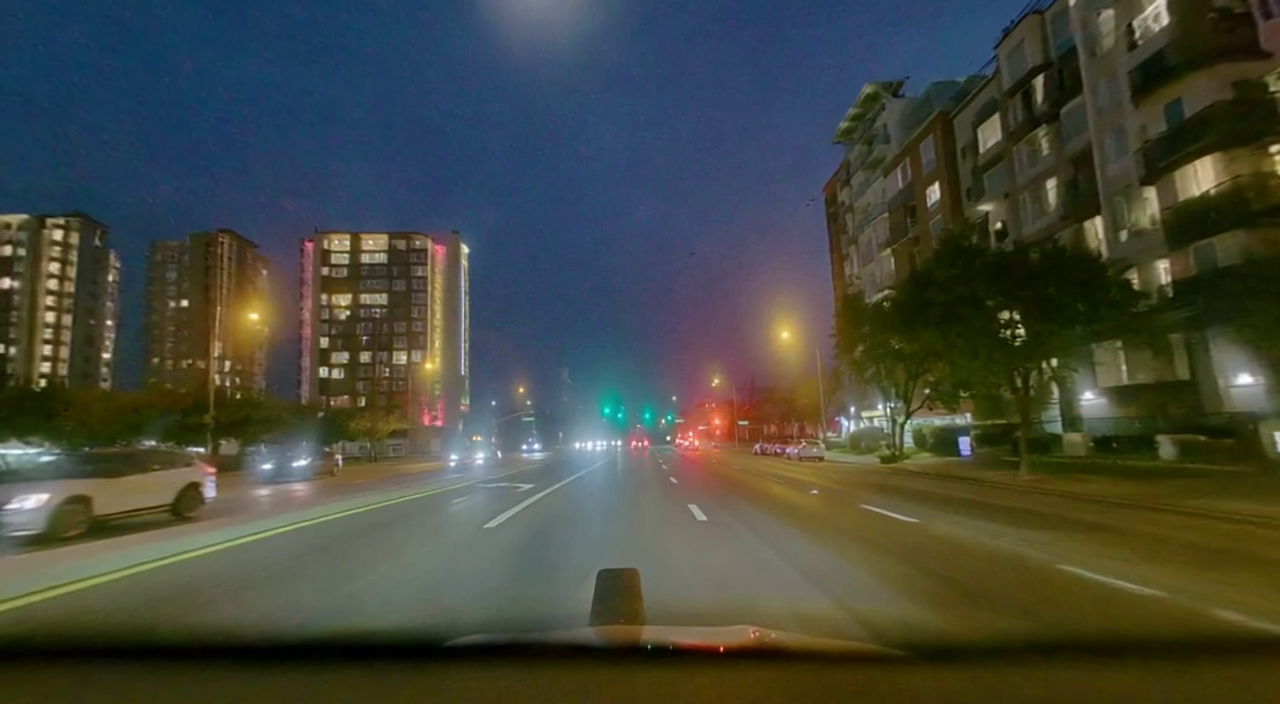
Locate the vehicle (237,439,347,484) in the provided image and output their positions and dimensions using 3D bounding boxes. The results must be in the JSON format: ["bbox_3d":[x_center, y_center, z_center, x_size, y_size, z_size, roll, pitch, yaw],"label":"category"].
[{"bbox_3d":[-15.337,4.815,28.212,2.053,1.806,4.919,0,-9,0],"label":"vehicle"}]

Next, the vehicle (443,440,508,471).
[{"bbox_3d":[-8.497,5.403,33.105,2.025,1.479,4.739,-1,-9,1],"label":"vehicle"}]

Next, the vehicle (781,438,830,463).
[{"bbox_3d":[10.348,6.207,39.795,1.861,1.446,4.413,0,-9,-1],"label":"vehicle"}]

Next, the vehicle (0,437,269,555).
[{"bbox_3d":[-8.627,2.214,10.533,1.996,1.497,4.667,-1,-9,1],"label":"vehicle"}]
